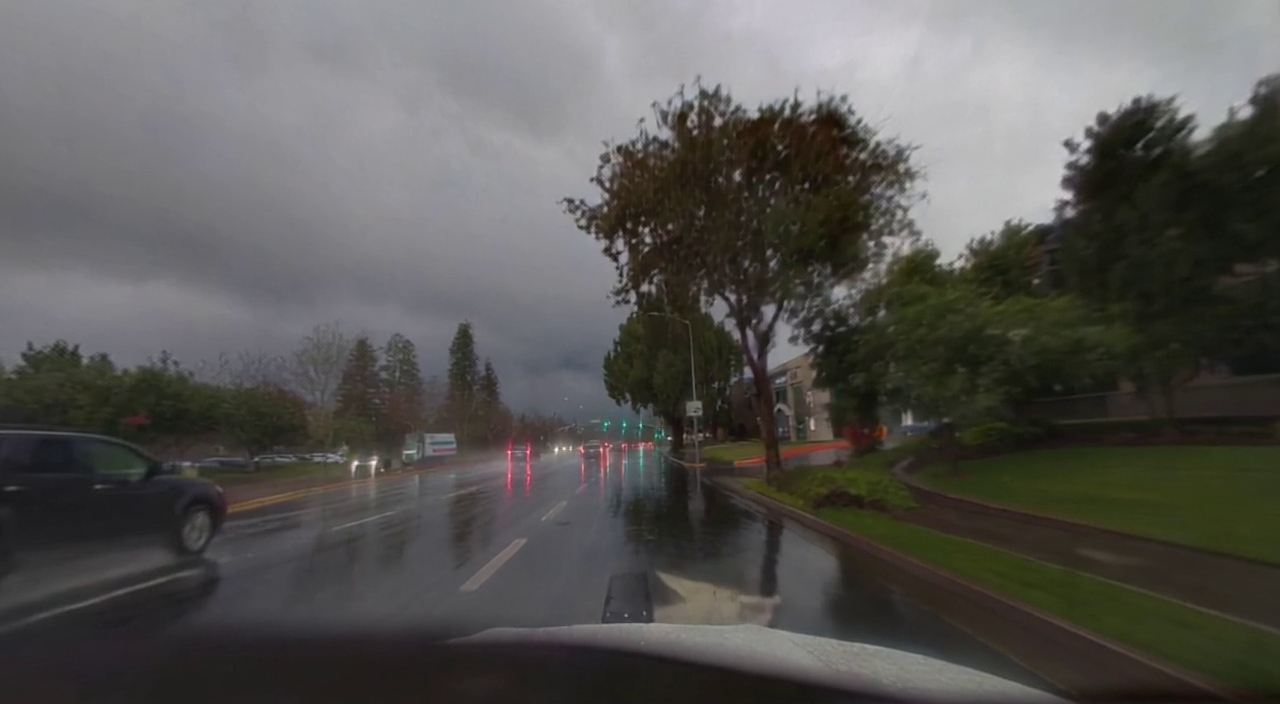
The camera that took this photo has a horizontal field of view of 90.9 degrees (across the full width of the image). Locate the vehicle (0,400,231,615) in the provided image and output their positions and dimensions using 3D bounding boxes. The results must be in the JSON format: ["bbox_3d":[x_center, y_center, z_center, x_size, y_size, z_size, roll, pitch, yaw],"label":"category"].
[{"bbox_3d":[-6.586,1.421,5.955,2.137,1.835,4.844,0,-9,0],"label":"vehicle"}]

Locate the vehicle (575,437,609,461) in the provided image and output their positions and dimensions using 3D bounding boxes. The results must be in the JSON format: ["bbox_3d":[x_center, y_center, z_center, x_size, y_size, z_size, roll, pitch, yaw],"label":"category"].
[{"bbox_3d":[-3.402,7.034,45.582,2.100,1.661,3.837,0,-9,1],"label":"vehicle"}]

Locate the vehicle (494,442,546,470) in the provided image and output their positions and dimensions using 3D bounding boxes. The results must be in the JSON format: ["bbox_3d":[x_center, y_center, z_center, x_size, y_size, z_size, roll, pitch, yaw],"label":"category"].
[{"bbox_3d":[-6.689,5.849,35.628,2.072,1.427,4.328,0,-9,0],"label":"vehicle"}]
